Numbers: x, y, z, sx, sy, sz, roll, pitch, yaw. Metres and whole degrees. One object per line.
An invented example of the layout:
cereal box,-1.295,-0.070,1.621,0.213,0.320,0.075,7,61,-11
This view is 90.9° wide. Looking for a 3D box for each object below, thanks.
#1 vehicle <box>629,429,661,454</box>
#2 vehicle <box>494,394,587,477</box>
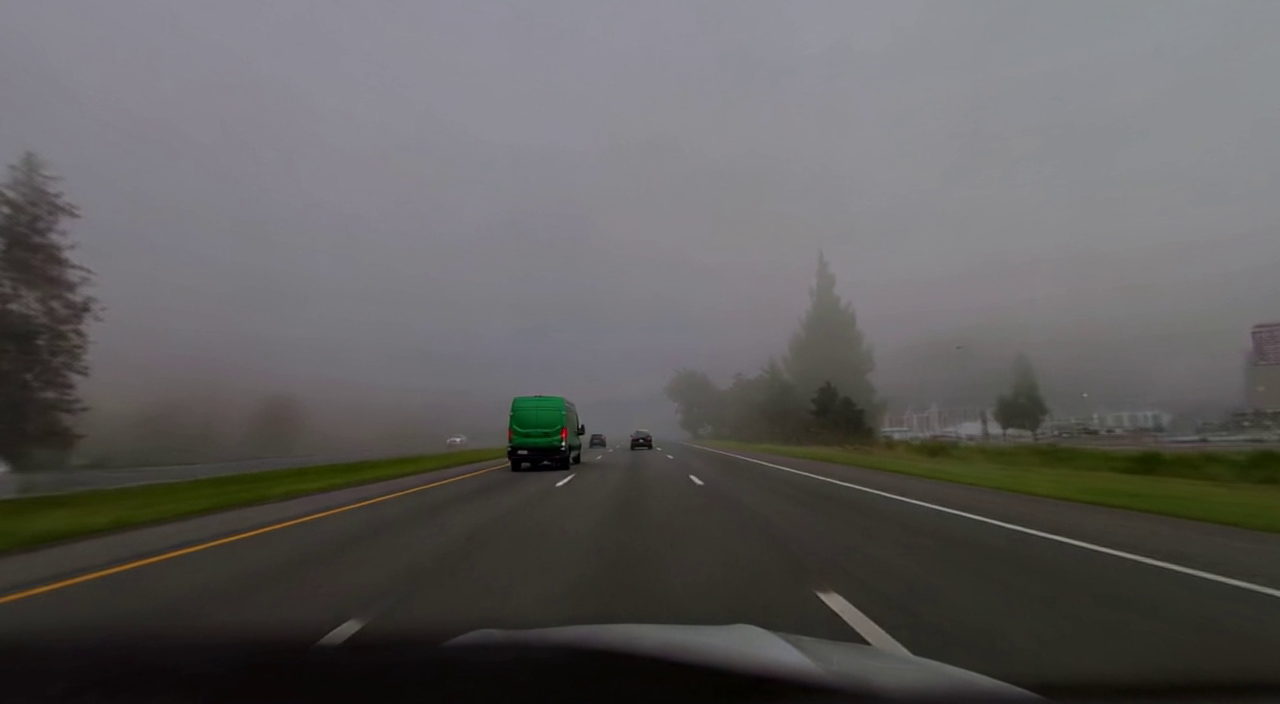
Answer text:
vehicle,0.311,6.268,44.154,2.104,1.646,4.176,0,-8,0
vehicle,-3.349,2.999,22.653,2.424,2.577,5.828,0,-8,0
